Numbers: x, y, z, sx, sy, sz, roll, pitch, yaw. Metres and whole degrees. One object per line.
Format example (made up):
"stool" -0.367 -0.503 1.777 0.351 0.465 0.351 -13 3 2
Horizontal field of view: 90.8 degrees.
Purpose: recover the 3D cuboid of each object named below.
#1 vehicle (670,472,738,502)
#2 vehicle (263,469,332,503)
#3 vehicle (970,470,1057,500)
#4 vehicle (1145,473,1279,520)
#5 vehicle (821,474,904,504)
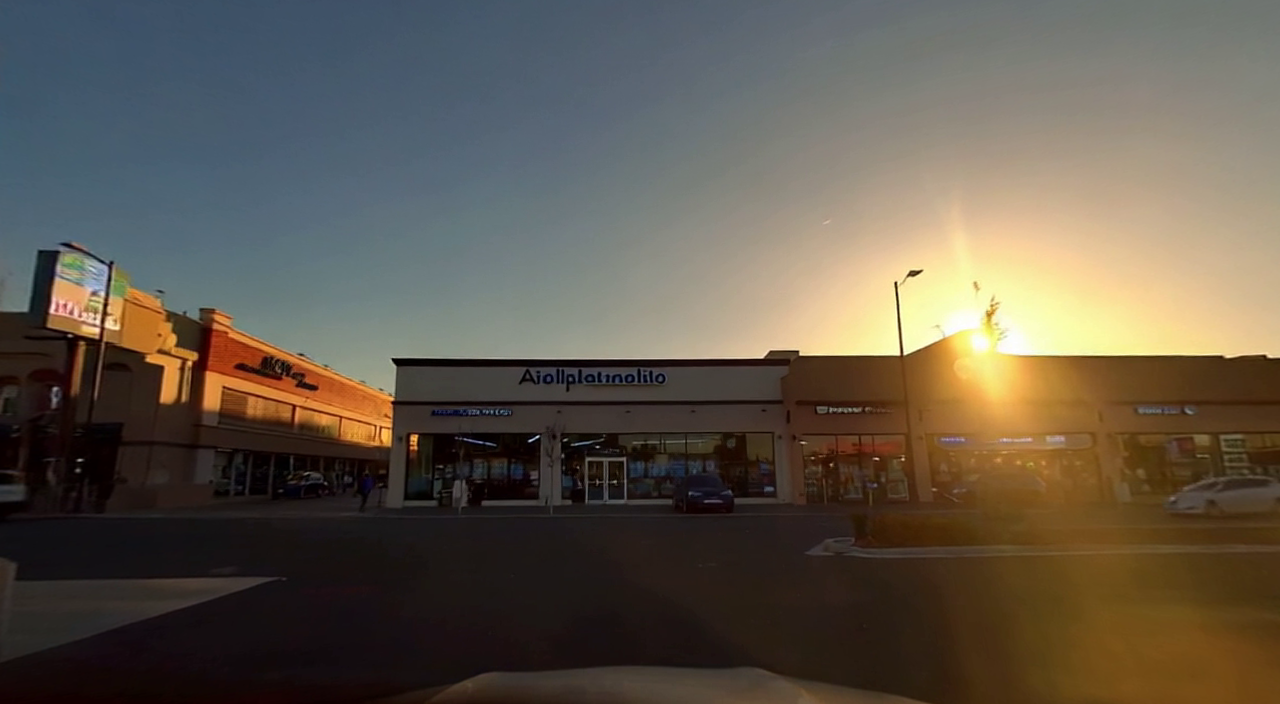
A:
"vehicle" 3.751 8.040 37.840 1.812 1.468 4.519 5 -10 -28
"vehicle" -19.867 7.711 36.597 4.596 1.680 1.936 -8 -12 41
"vehicle" 25.906 9.209 43.925 4.838 1.799 1.914 -7 -11 39
"vehicle" 20.427 4.949 21.813 4.418 1.467 1.846 1 -9 -3
"vehicle" 13.132 8.111 37.637 1.791 1.453 4.593 5 -10 -28
